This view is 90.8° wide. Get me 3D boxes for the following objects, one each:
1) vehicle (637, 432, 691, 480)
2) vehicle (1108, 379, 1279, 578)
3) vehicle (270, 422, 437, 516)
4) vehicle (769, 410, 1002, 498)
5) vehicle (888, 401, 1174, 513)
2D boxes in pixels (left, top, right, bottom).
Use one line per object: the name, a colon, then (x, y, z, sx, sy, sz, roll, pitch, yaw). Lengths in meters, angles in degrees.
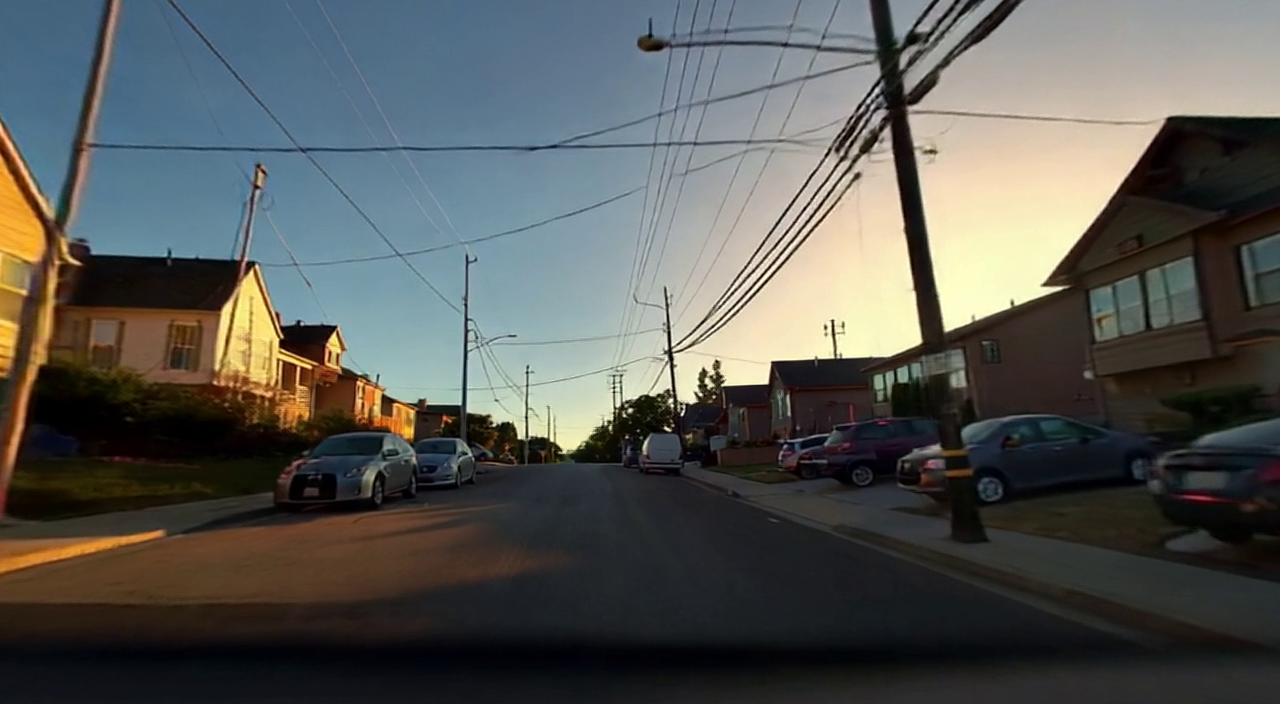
vehicle: (1.179, 5.385, 32.948, 2.343, 2.229, 4.199, 3, -9, -3)
vehicle: (7.722, 1.170, 6.350, 4.316, 1.730, 2.166, -1, -8, -5)
vehicle: (-5.795, 2.354, 13.386, 1.967, 1.656, 3.924, 1, -7, -5)
vehicle: (6.781, 2.856, 17.887, 5.615, 1.787, 2.014, -5, -8, -3)
vehicle: (7.542, 2.038, 12.494, 4.315, 1.736, 1.950, -3, -8, -6)
